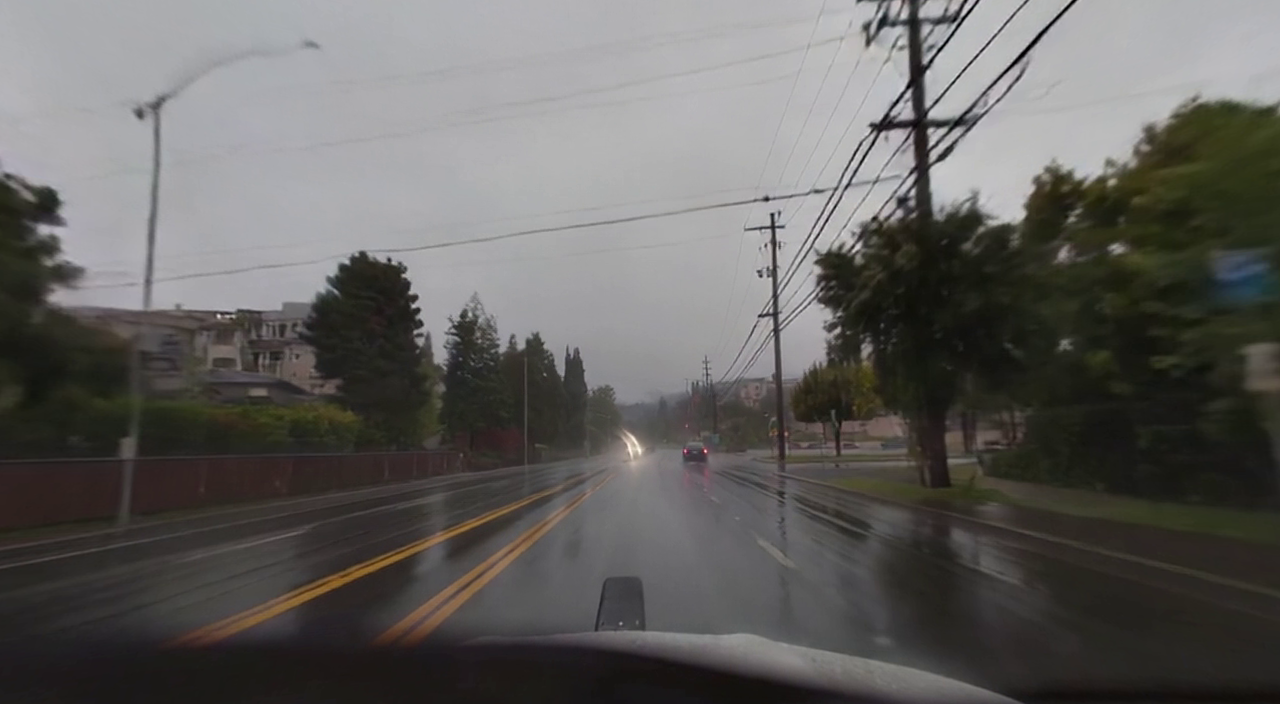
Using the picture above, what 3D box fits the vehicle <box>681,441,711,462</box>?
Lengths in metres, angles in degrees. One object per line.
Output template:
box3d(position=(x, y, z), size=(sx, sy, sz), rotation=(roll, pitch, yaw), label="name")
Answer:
box3d(position=(4.085, 7.392, 46.928), size=(2.015, 1.467, 4.117), rotation=(-1, -8, 2), label="vehicle")
